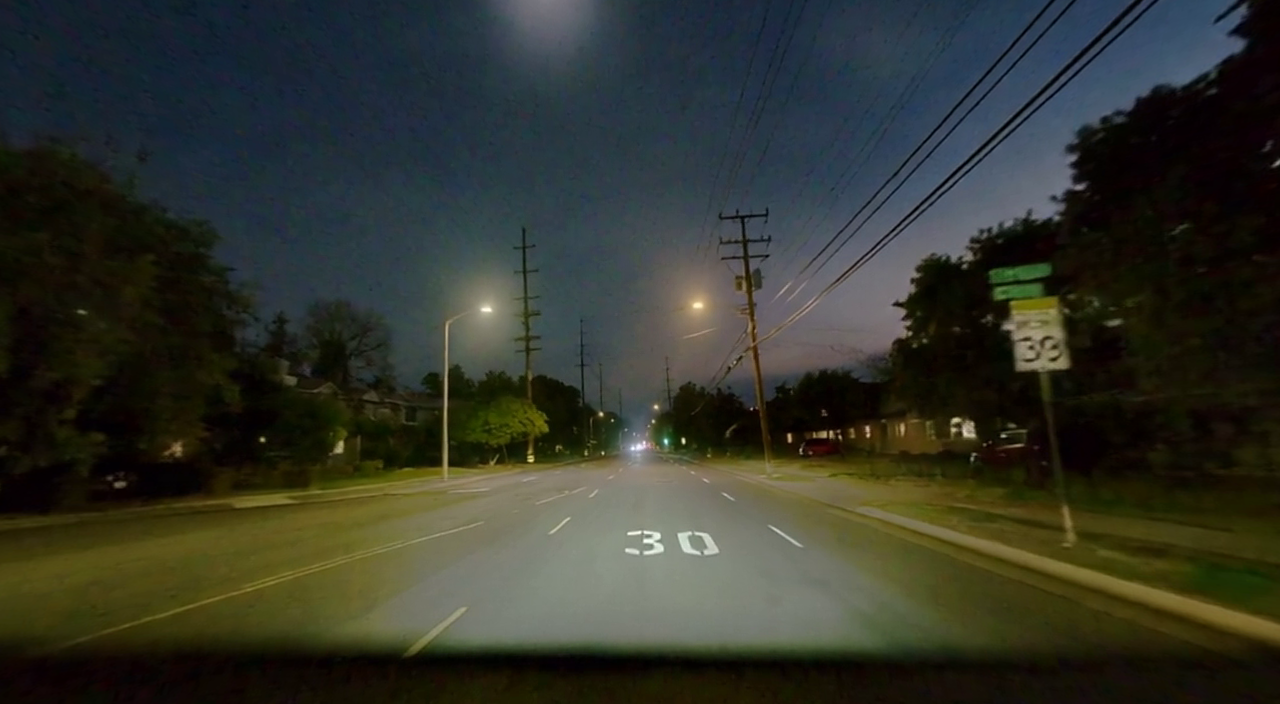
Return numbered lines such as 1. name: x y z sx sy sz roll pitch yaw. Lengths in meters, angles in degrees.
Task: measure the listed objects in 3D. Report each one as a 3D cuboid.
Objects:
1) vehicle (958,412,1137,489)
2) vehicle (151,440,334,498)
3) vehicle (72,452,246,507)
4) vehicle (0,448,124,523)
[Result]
1. vehicle: 11.585 2.900 18.538 1.965 1.680 5.338 -8 -10 5
2. vehicle: -14.008 4.063 22.336 5.038 1.774 2.764 -2 -8 18
3. vehicle: -14.918 3.897 19.629 4.195 1.497 2.291 -3 -10 20
4. vehicle: -15.910 3.385 16.536 4.191 1.594 2.309 -4 -9 31
